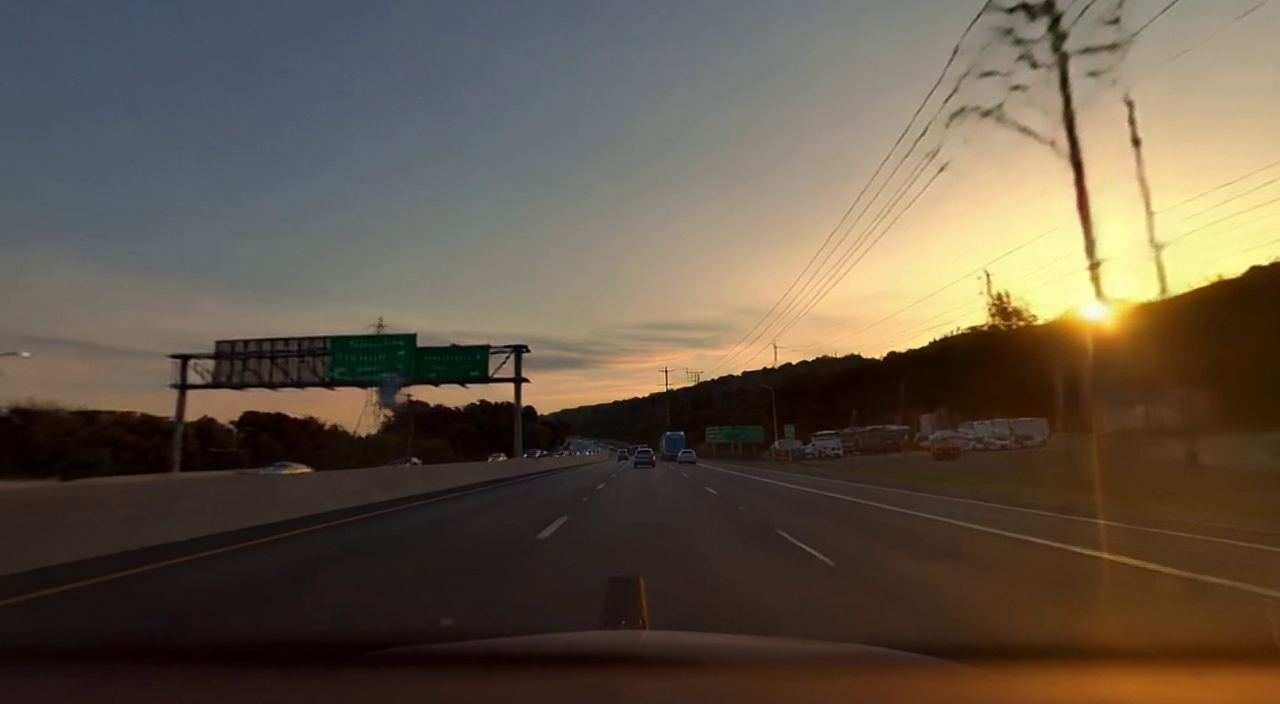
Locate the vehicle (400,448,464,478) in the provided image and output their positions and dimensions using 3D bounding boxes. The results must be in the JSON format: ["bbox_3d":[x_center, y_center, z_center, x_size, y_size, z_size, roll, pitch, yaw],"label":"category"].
[{"bbox_3d":[-11.375,6.105,34.851,1.950,1.505,4.757,0,-9,0],"label":"vehicle"}]

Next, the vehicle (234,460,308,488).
[{"bbox_3d":[-22.557,7.434,38.752,1.825,1.524,4.595,0,-9,-1],"label":"vehicle"}]

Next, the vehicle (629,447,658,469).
[{"bbox_3d":[0.278,8.154,48.430,2.111,1.599,3.859,0,-9,0],"label":"vehicle"}]
